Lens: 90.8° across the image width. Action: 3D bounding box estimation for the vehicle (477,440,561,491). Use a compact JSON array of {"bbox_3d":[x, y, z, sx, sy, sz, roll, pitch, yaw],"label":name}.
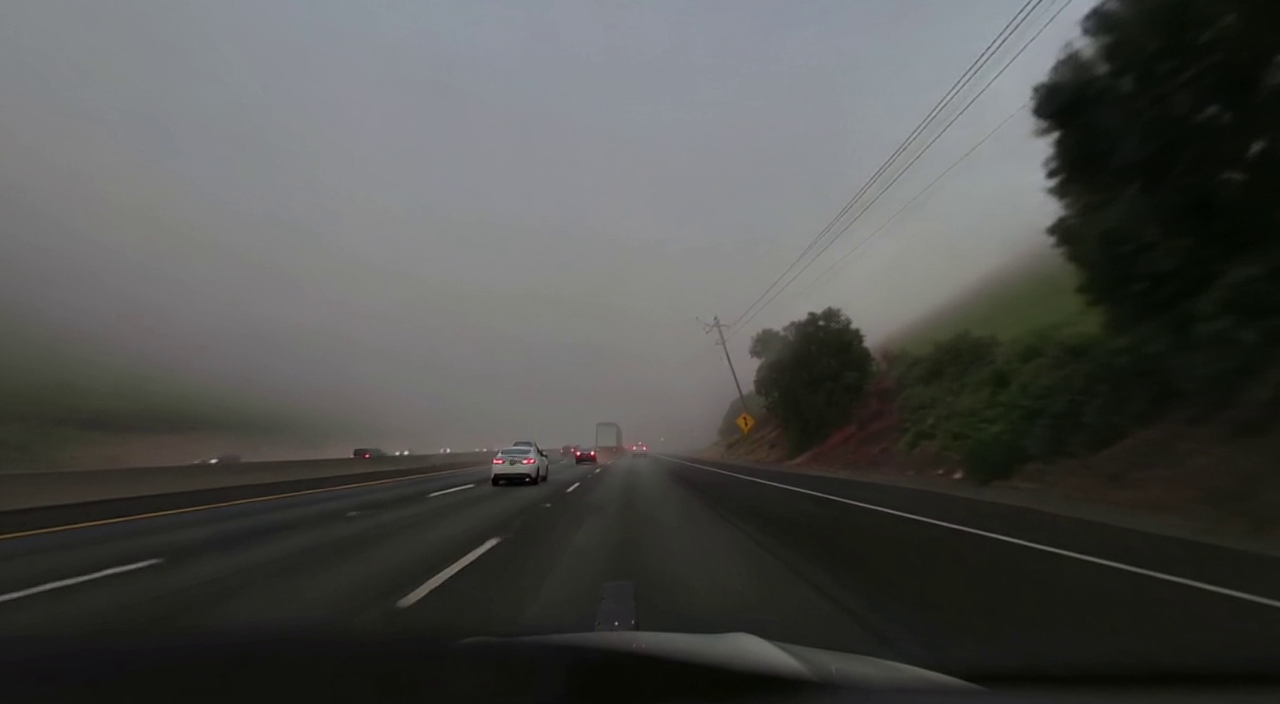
[{"bbox_3d":[-3.978,3.816,21.560,1.963,1.533,4.477,0,-9,0],"label":"vehicle"}]
